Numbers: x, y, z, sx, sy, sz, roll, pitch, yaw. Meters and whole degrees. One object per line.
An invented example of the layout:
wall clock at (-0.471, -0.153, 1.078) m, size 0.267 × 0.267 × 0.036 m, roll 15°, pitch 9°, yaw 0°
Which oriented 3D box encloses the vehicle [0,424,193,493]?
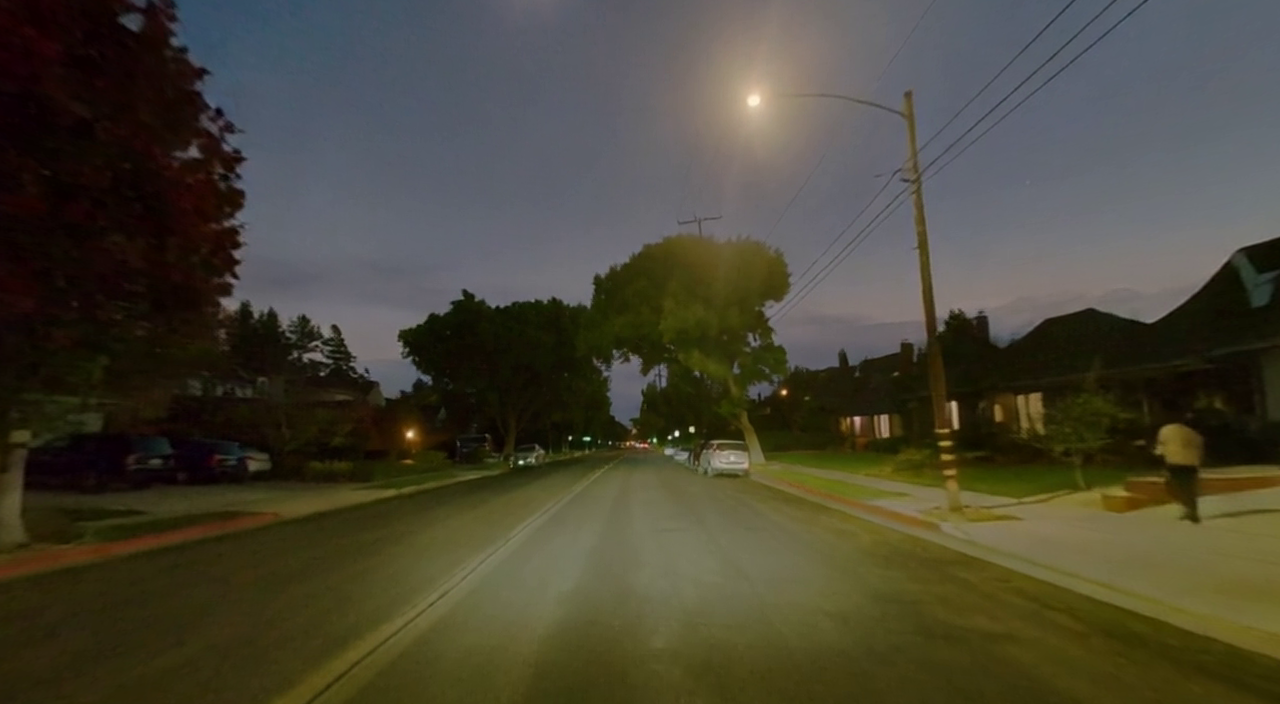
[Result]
vehicle at (-15.513, 2.970, 17.699) m, size 4.320 × 1.767 × 1.951 m, roll 0°, pitch -8°, yaw 0°

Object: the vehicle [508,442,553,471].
vehicle at (-6.614, 6.349, 38.543) m, size 1.985 × 1.497 × 4.655 m, roll -2°, pitch -8°, yaw -1°

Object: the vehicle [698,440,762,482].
vehicle at (3.643, 4.486, 26.282) m, size 1.917 × 1.569 × 4.460 m, roll 0°, pitch -8°, yaw -1°

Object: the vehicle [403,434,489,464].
vehicle at (-14.448, 7.236, 47.109) m, size 5.681 × 2.094 × 2.344 m, roll -1°, pitch -8°, yaw 2°
